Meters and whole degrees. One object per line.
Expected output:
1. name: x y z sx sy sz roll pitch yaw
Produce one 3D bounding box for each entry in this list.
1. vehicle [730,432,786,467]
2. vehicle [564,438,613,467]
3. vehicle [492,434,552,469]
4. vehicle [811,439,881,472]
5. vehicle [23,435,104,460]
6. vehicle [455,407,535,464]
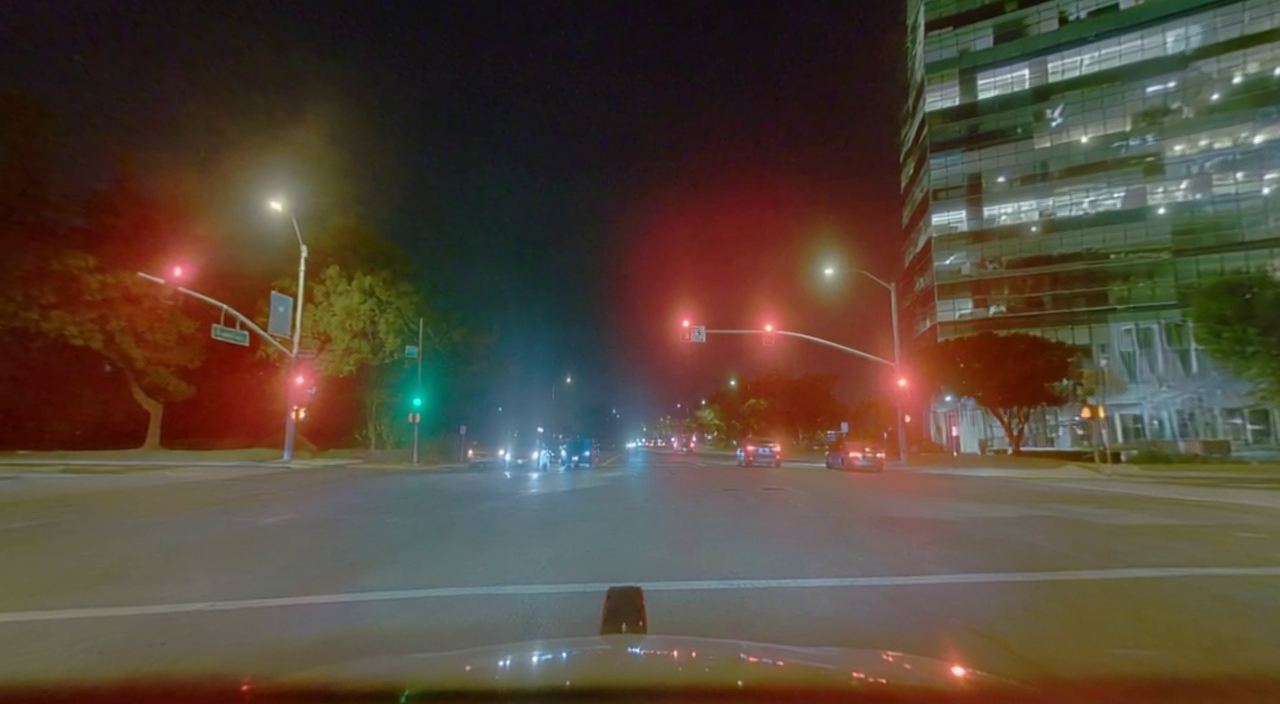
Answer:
1. vehicle: 6.343 5.327 34.379 2.098 1.723 4.881 0 -8 0
2. vehicle: -2.738 5.485 34.513 2.147 1.481 4.331 0 -8 3
3. vehicle: -6.052 5.178 32.664 2.182 1.677 4.384 0 -9 1
4. vehicle: 9.964 5.035 30.793 1.896 1.463 4.296 0 -8 -1
5. vehicle: -35.491 5.919 38.771 1.628 1.448 3.621 0 -9 -2
6. vehicle: -9.213 5.411 40.889 3.191 3.314 7.914 0 -7 1
